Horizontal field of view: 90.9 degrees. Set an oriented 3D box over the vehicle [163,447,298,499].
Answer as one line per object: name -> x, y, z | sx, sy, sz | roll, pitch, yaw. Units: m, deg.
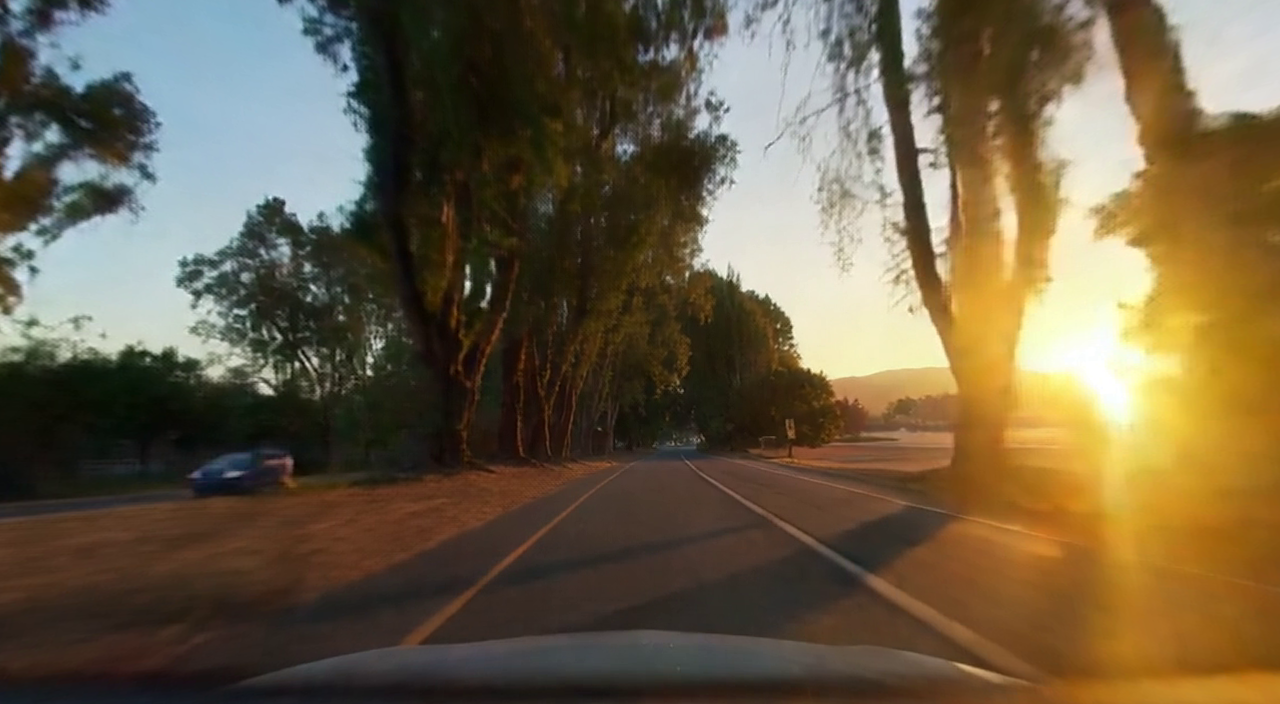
vehicle -> -15.818, 4.655, 24.736 | 2.010, 1.801, 4.777 | 0, -8, 1
